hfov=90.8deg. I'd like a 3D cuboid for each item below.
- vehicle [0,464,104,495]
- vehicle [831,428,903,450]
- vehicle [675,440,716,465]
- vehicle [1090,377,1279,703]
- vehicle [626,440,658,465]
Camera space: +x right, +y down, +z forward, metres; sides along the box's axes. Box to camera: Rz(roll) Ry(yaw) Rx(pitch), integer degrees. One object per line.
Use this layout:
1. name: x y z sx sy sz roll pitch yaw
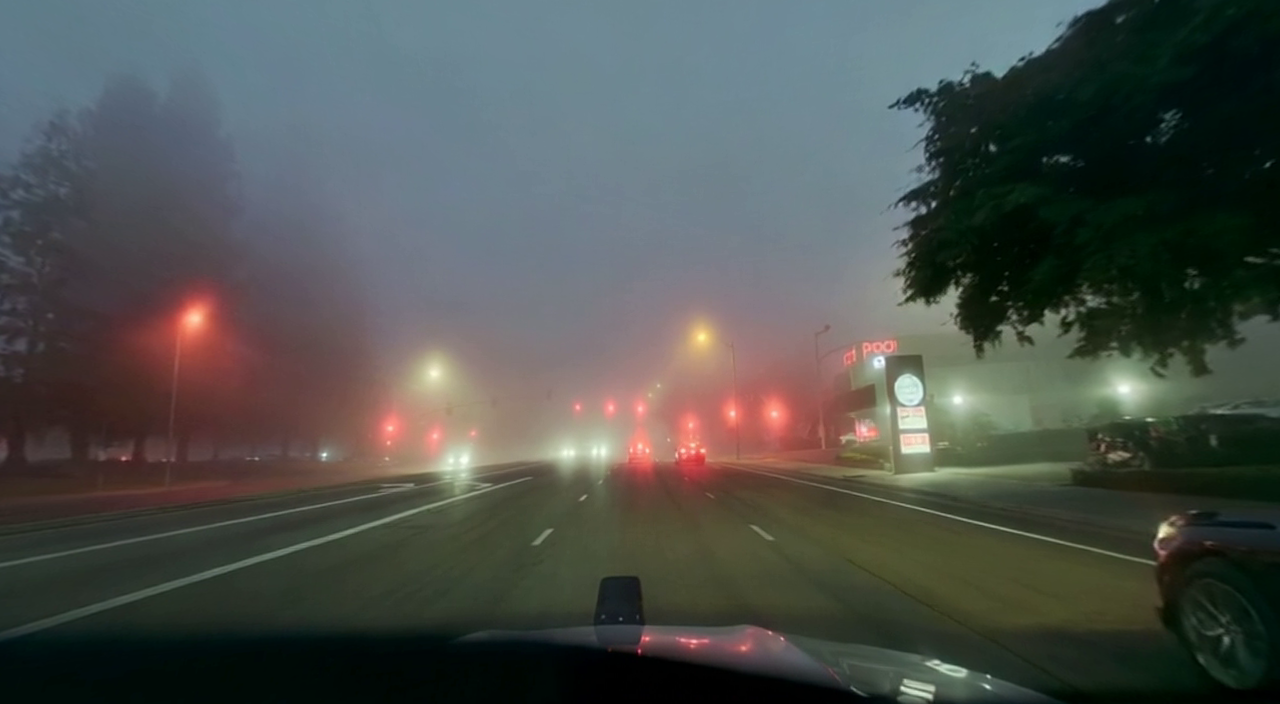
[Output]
1. vehicle: -33.935 7.293 36.204 4.560 1.530 1.950 5 -10 -32
2. vehicle: 15.865 6.122 44.311 4.344 1.512 1.936 -1 -8 5
3. vehicle: 3.740 6.891 43.478 2.198 1.660 4.512 0 -8 -2
4. vehicle: 3.822 0.727 1.634 1.889 1.572 4.605 0 -8 0
5. vehicle: 0.065 7.073 44.628 2.146 1.685 4.003 0 -8 -2
